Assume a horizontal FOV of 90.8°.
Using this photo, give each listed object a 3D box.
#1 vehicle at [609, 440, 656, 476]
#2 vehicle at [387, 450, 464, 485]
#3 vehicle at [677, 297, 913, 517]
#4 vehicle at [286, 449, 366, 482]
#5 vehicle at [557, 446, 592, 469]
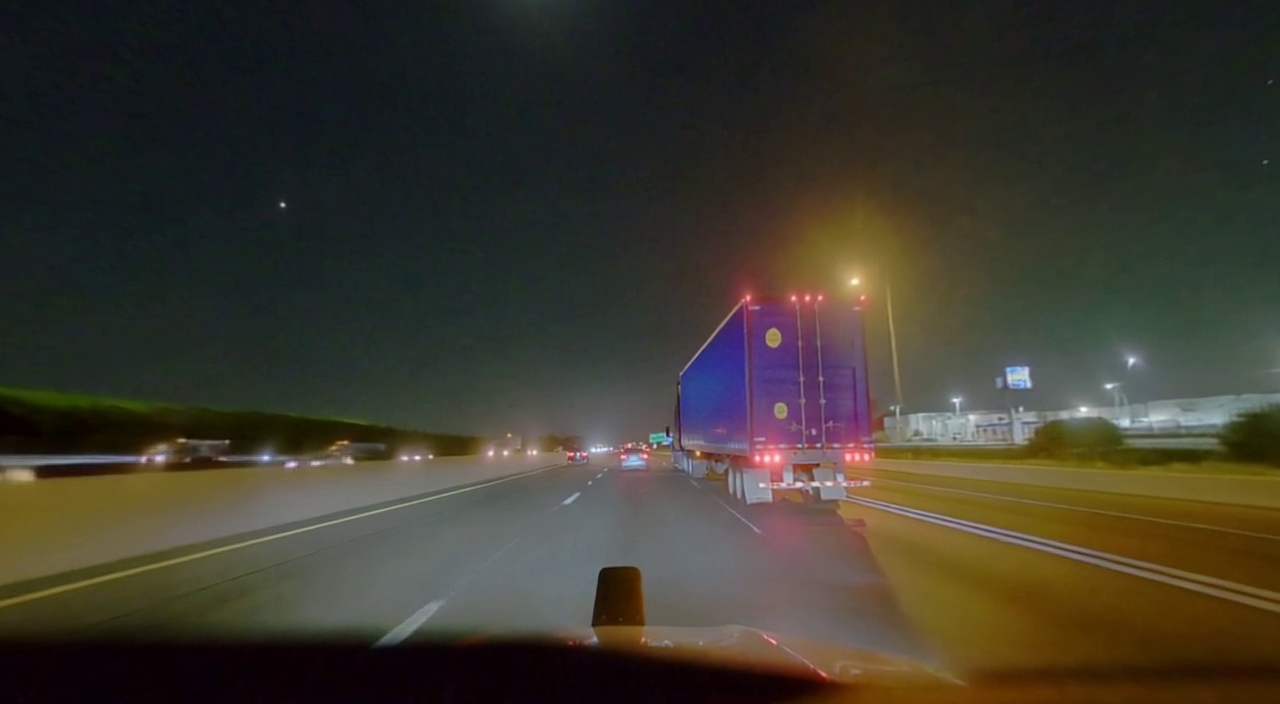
[{"bbox_3d":[-0.351,5.297,31.810,2.191,1.685,4.015,0,-9,0],"label":"vehicle"},{"bbox_3d":[-9.848,5.316,29.402,1.924,1.474,4.475,0,-9,1],"label":"vehicle"},{"bbox_3d":[3.339,2.198,19.797,2.996,4.123,15.965,0,-9,-1],"label":"vehicle"},{"bbox_3d":[-16.893,6.103,34.257,2.011,1.645,4.335,0,-9,1],"label":"vehicle"},{"bbox_3d":[-4.489,7.317,43.781,1.995,1.491,4.317,0,-9,0],"label":"vehicle"}]
